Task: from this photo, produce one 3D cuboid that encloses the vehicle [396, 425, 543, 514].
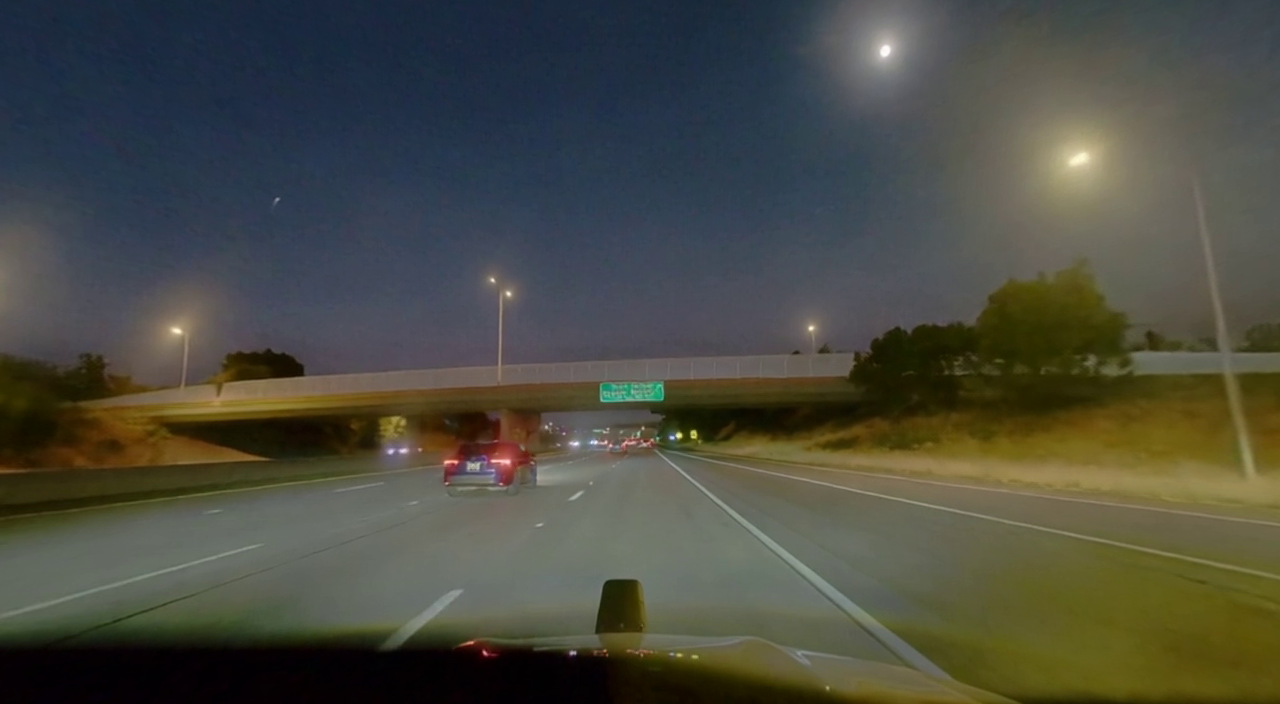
[{"bbox_3d":[-3.661,2.606,14.436,2.048,1.705,4.384,0,-8,1],"label":"vehicle"}]
